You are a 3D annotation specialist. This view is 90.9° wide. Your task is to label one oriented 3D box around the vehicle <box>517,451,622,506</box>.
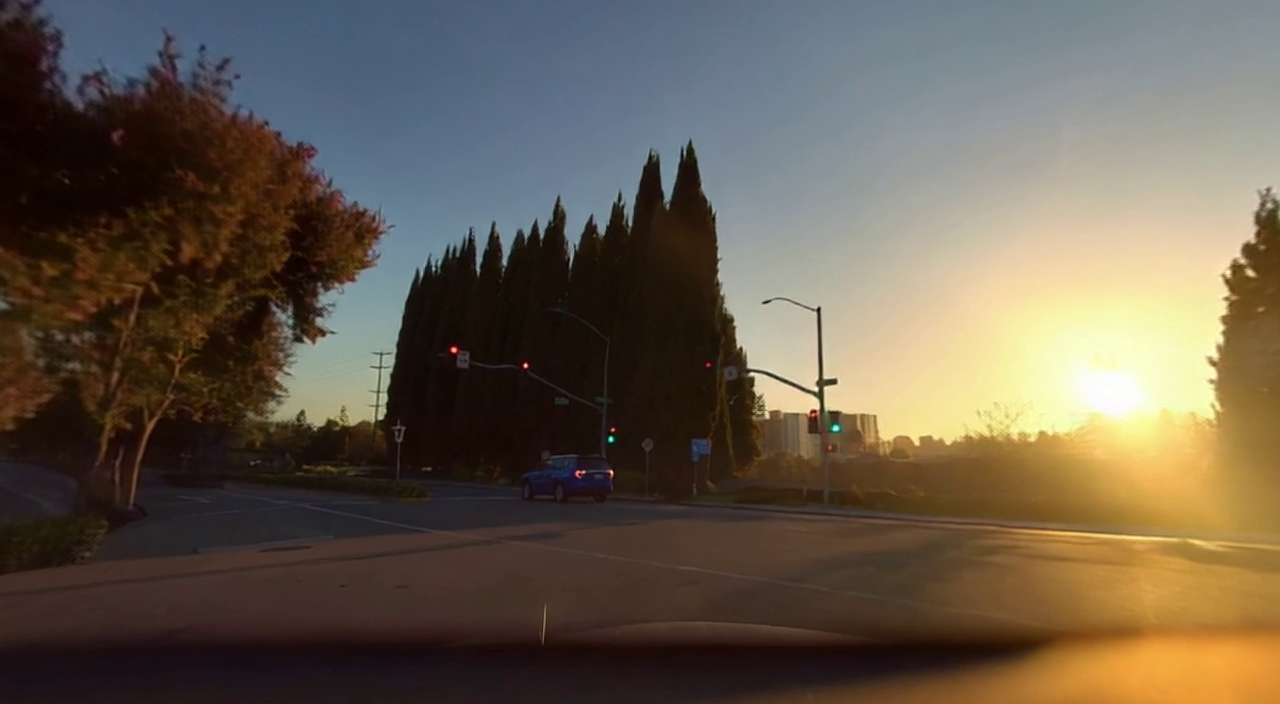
[{"bbox_3d":[-2.758,4.623,23.423,2.284,1.788,4.871,5,-11,-26],"label":"vehicle"}]
